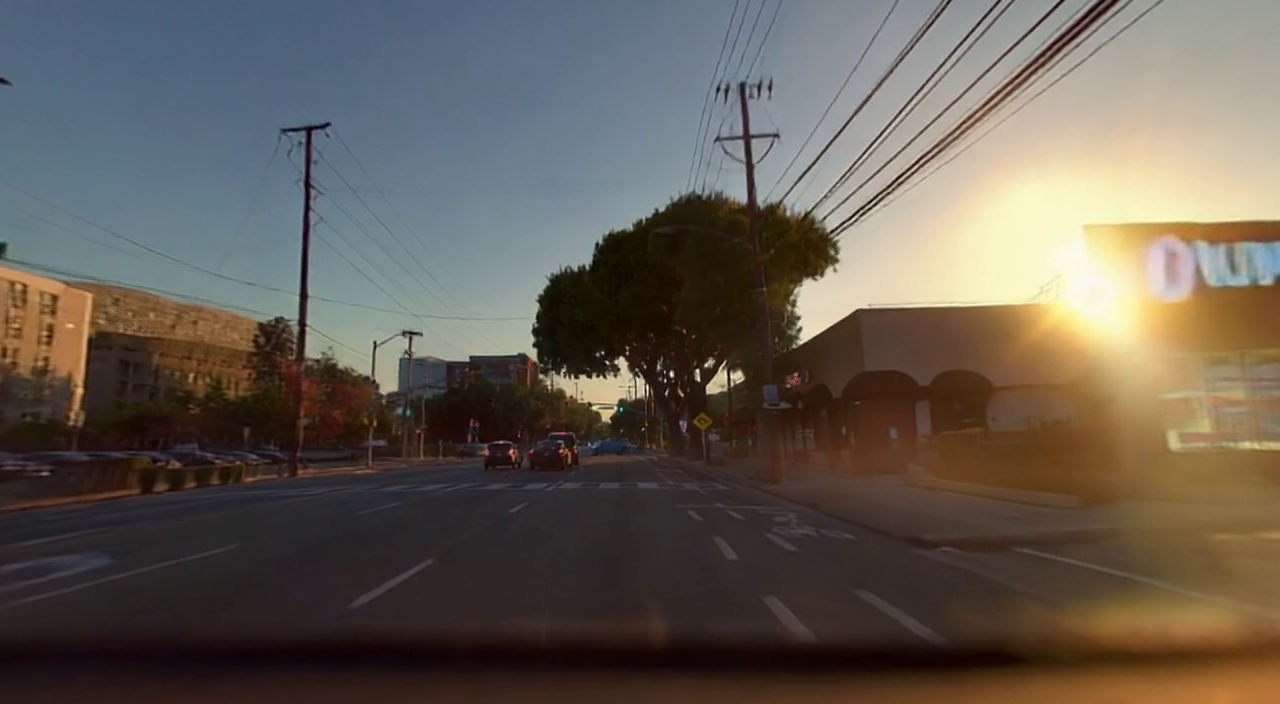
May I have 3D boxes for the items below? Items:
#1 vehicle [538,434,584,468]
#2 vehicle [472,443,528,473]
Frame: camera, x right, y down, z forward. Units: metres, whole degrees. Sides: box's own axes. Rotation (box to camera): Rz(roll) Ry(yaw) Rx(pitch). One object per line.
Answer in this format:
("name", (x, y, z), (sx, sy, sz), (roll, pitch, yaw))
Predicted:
("vehicle", (-4.819, 6.154, 39.269), (2.371, 1.926, 5.099), (0, -8, -2))
("vehicle", (-7.433, 5.653, 33.872), (2.010, 1.455, 4.271), (0, -8, 0))
